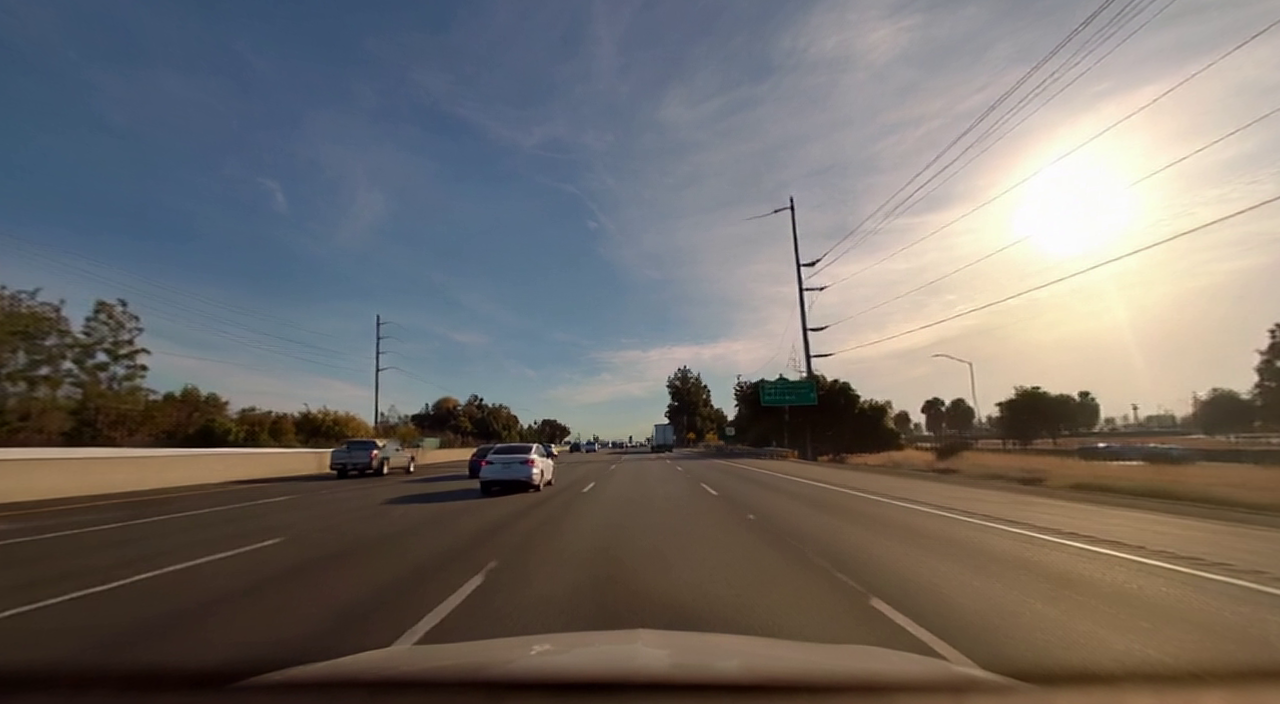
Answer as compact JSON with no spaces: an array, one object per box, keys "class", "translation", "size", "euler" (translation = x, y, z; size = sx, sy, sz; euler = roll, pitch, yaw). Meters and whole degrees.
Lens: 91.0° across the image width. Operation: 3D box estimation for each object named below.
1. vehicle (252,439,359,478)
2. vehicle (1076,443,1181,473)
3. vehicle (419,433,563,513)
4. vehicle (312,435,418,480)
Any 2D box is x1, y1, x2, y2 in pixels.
[{"class":"vehicle","translation":[-14.547,4.654,27.772],"size":[2.039,1.516,4.780],"euler":[0,-9,1]},{"class":"vehicle","translation":[25.901,5.617,33.617],"size":[1.818,1.470,4.404],"euler":[1,-9,-6]},{"class":"vehicle","translation":[-3.205,2.730,14.740],"size":[2.045,1.532,4.954],"euler":[0,-9,1]},{"class":"vehicle","translation":[-10.838,4.197,25.273],"size":[2.058,1.621,4.739],"euler":[0,-9,1]}]
